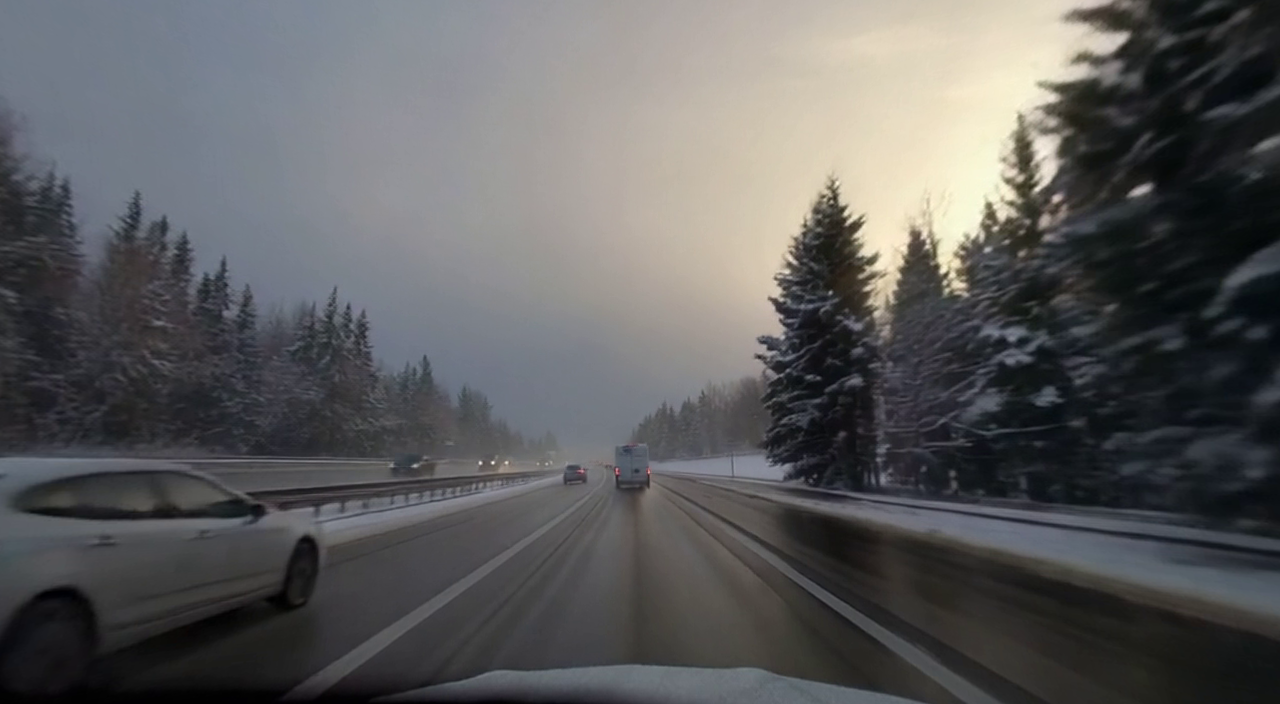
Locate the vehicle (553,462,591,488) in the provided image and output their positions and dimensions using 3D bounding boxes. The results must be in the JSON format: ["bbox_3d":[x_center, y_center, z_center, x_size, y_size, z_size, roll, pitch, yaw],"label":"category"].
[{"bbox_3d":[-4.511,8.206,42.258,2.100,1.605,3.883,1,-10,0],"label":"vehicle"}]

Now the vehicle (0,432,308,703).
[{"bbox_3d":[-4.245,1.247,3.698,2.128,1.491,4.508,1,-10,0],"label":"vehicle"}]

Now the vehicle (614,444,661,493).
[{"bbox_3d":[-0.184,6.718,36.374,2.482,2.549,5.447,1,-10,-1],"label":"vehicle"}]

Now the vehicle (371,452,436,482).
[{"bbox_3d":[-13.307,6.542,35.820,1.895,1.532,4.810,1,-10,-1],"label":"vehicle"}]
